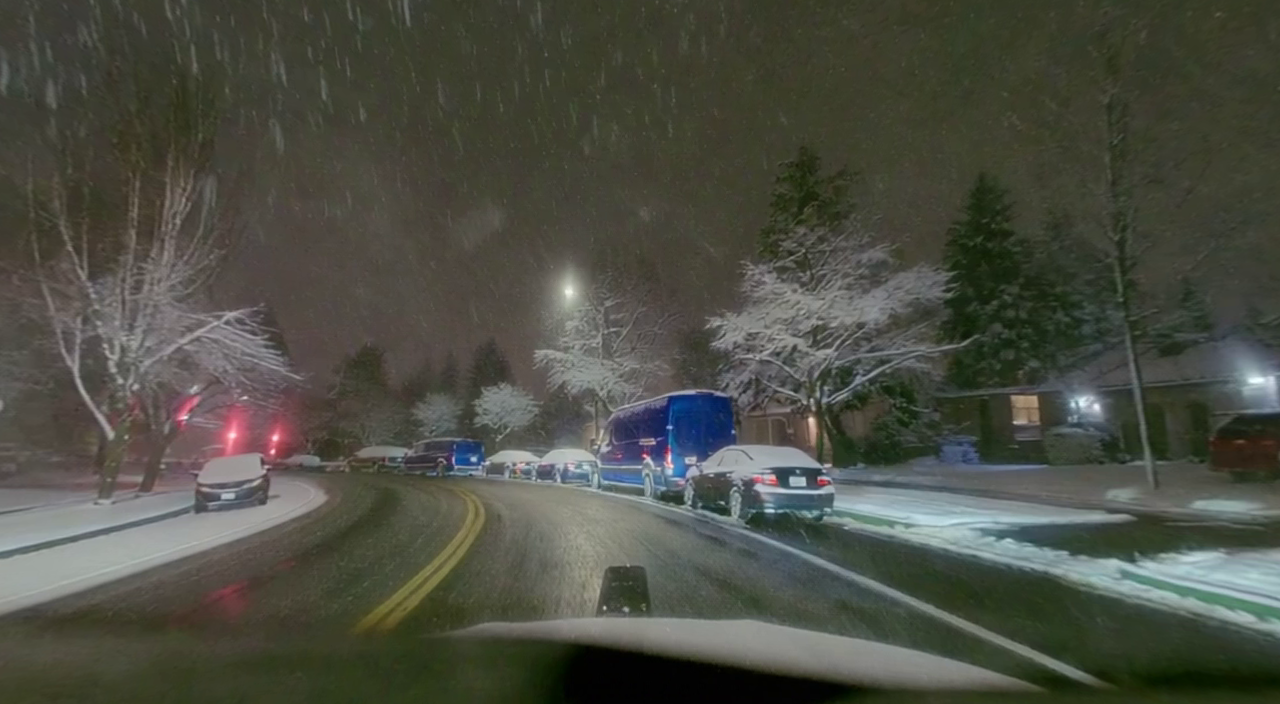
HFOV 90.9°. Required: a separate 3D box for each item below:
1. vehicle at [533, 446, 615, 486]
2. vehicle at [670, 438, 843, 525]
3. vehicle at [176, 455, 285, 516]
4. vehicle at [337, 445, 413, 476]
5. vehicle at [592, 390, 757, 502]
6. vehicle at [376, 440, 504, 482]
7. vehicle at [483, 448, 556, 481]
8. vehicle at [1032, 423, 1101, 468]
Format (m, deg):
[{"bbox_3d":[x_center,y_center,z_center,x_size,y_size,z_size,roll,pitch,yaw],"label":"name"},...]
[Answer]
[{"bbox_3d":[-2.857,4.657,26.174,1.961,1.456,4.569,4,-9,-25],"label":"vehicle"},{"bbox_3d":[2.150,2.556,13.119,1.891,1.466,4.362,2,-9,-14],"label":"vehicle"},{"bbox_3d":[-11.700,3.776,18.301,1.985,1.485,3.820,3,-9,-24],"label":"vehicle"},{"bbox_3d":[-19.272,7.806,45.652,6.647,2.035,2.309,-8,-11,41],"label":"vehicle"},{"bbox_3d":[0.652,2.819,18.978,2.406,2.689,6.916,3,-9,-20],"label":"vehicle"},{"bbox_3d":[-12.822,6.844,39.603,10.370,2.164,3.041,-10,-11,43],"label":"vehicle"},{"bbox_3d":[-6.139,5.604,31.722,1.957,1.479,4.554,6,-10,-34],"label":"vehicle"},{"bbox_3d":[17.762,3.890,26.165,1.830,1.648,4.635,-9,-12,37],"label":"vehicle"}]
